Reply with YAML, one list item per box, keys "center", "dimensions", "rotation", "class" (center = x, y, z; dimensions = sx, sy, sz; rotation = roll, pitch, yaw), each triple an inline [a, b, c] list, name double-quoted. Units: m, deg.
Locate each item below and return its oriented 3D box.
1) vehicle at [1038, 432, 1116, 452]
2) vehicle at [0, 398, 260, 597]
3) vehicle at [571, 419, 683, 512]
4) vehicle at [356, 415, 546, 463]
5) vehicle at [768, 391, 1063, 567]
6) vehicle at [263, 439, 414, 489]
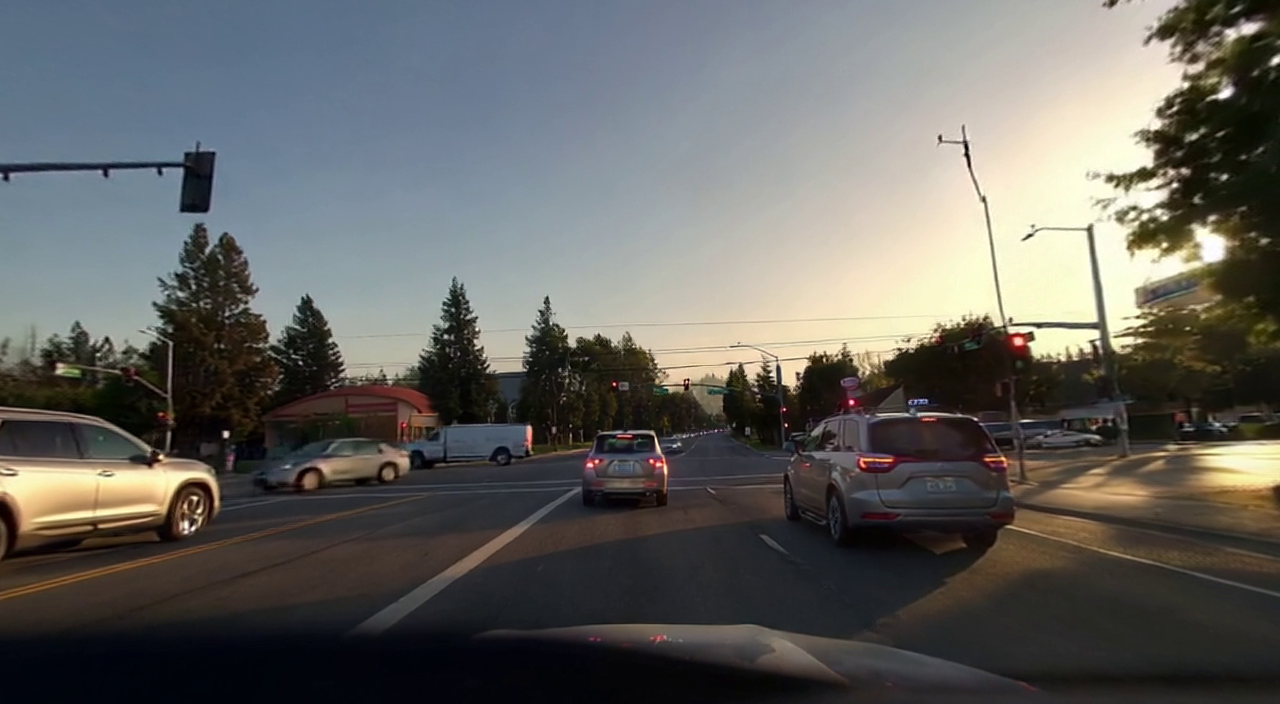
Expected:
- center: [33.428, 6.885, 48.252]
  dimensions: [4.562, 1.456, 1.825]
  rotation: [0, -8, 1]
  class: "vehicle"
- center: [-6.757, 1.492, 6.897]
  dimensions: [2.011, 1.774, 4.866]
  rotation: [0, -8, 2]
  class: "vehicle"
- center: [-0.218, 2.394, 13.712]
  dimensions: [2.067, 1.702, 3.987]
  rotation: [0, -8, 1]
  class: "vehicle"
- center: [-13.311, 6.309, 45.456]
  dimensions: [12.640, 3.321, 2.995]
  rotation: [1, -8, -3]
  class: "vehicle"
- center: [3.245, 1.606, 8.638]
  dimensions: [2.083, 1.779, 4.347]
  rotation: [0, -8, 0]
  class: "vehicle"
- center: [-10.059, 3.746, 21.460]
  dimensions: [1.847, 1.508, 4.366]
  rotation: [-4, -9, 25]
  class: "vehicle"
